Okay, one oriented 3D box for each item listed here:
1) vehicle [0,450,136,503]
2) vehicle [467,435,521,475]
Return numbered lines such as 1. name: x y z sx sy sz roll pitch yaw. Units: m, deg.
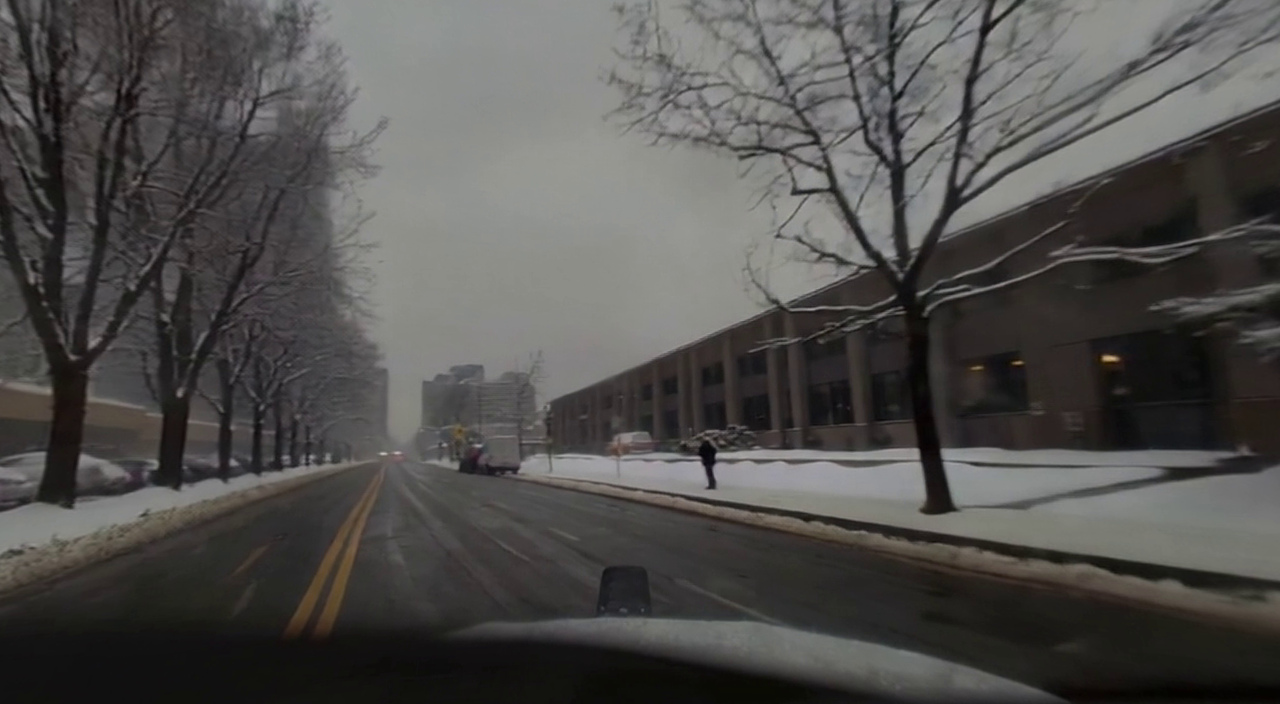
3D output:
1. vehicle: -22.641 4.734 24.087 4.769 1.740 2.251 1 -9 -23
2. vehicle: -10.115 7.036 43.291 2.596 2.509 6.178 3 -9 -22
